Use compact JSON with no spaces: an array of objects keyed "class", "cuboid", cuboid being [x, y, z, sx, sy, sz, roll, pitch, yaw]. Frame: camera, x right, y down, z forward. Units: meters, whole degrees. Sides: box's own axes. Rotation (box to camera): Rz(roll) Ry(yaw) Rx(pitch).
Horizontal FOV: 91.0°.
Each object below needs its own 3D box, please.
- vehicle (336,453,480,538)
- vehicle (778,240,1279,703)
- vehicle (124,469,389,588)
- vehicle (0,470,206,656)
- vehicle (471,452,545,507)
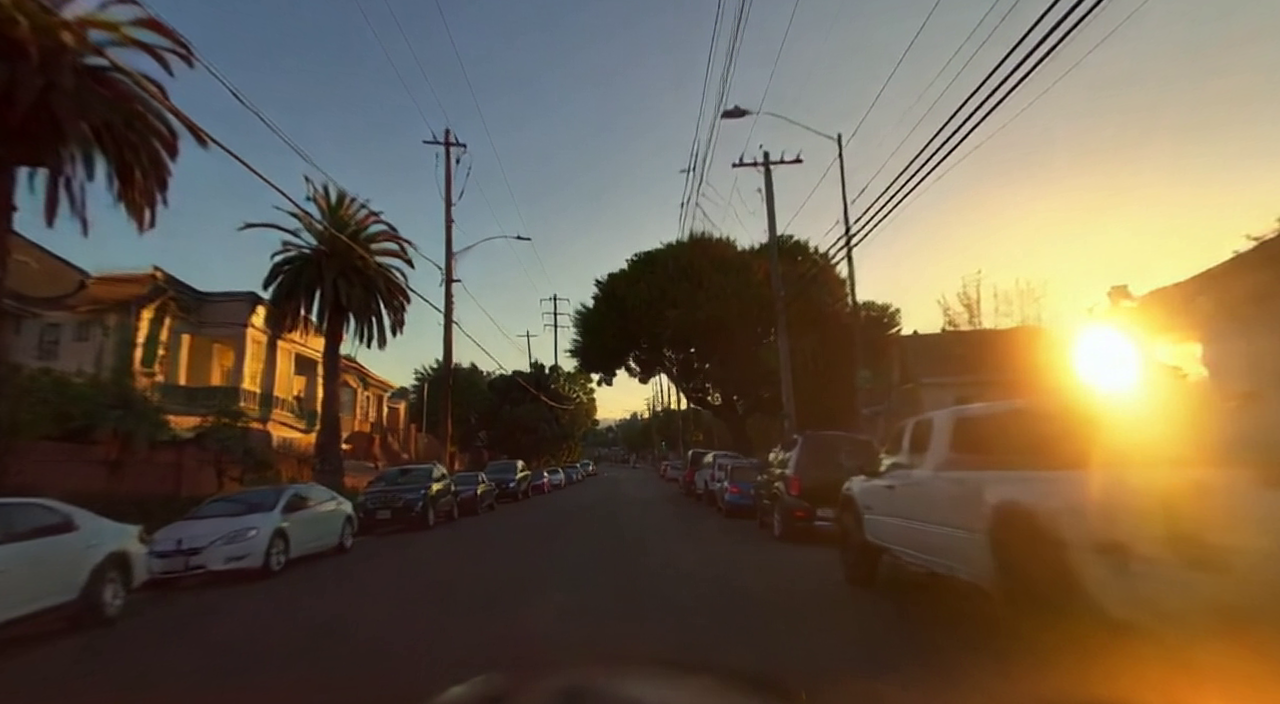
[{"class":"vehicle","cuboid":[-6.263,3.881,17.788,2.349,1.952,4.848,0,-8,-2]},{"class":"vehicle","cuboid":[2.944,1.068,4.718,2.268,1.953,6.124,0,-8,-2]},{"class":"vehicle","cuboid":[-6.313,2.909,11.184,1.874,1.449,4.622,0,-8,-1]},{"class":"vehicle","cuboid":[-6.517,1.958,5.854,1.841,1.491,4.525,0,-8,-2]},{"class":"vehicle","cuboid":[-6.172,6.015,30.312,2.281,2.248,5.873,0,-8,0]}]
